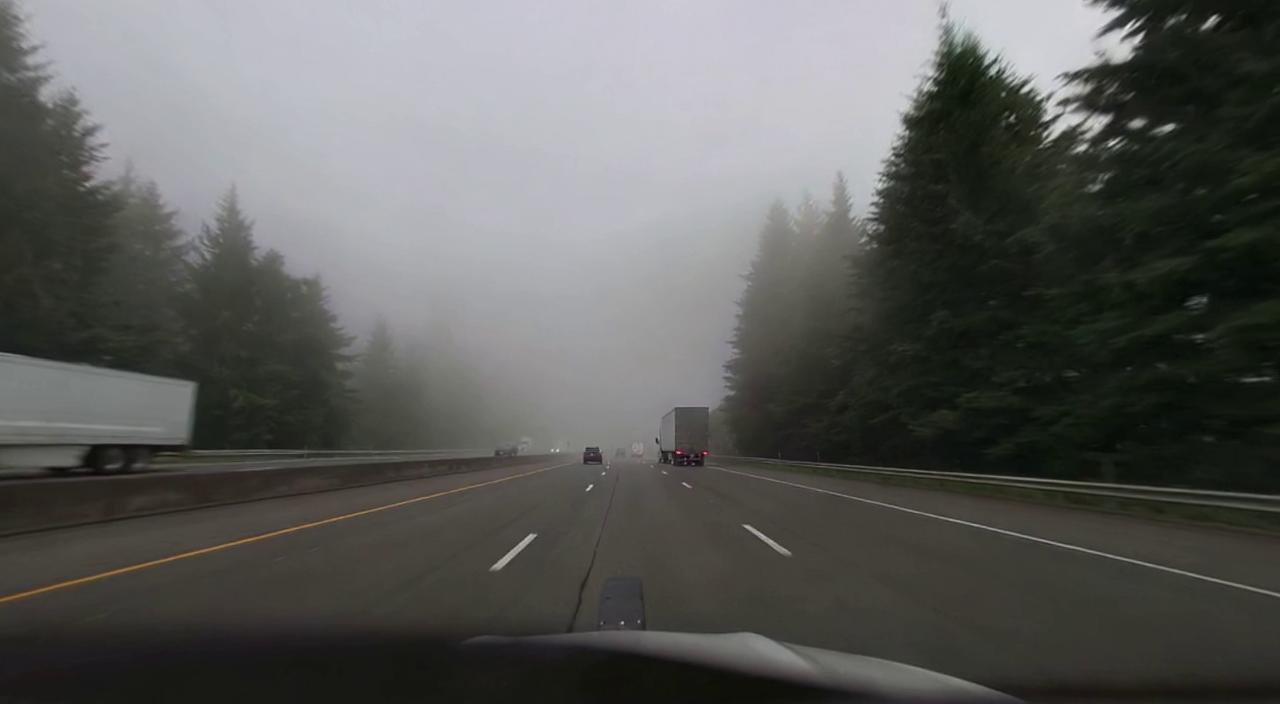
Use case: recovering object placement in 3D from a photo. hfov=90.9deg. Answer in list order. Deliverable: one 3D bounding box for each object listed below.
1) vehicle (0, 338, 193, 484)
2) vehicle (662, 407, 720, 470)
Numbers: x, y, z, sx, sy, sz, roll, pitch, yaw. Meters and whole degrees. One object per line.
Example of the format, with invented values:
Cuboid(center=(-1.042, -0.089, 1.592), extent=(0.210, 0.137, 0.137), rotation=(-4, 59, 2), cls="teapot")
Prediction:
Cuboid(center=(-19.648, 1.797, 18.674), extent=(2.950, 4.110, 13.491), rotation=(0, -9, 0), cls="vehicle")
Cuboid(center=(3.495, 6.557, 47.095), extent=(2.950, 4.033, 13.276), rotation=(0, -9, -1), cls="vehicle")
